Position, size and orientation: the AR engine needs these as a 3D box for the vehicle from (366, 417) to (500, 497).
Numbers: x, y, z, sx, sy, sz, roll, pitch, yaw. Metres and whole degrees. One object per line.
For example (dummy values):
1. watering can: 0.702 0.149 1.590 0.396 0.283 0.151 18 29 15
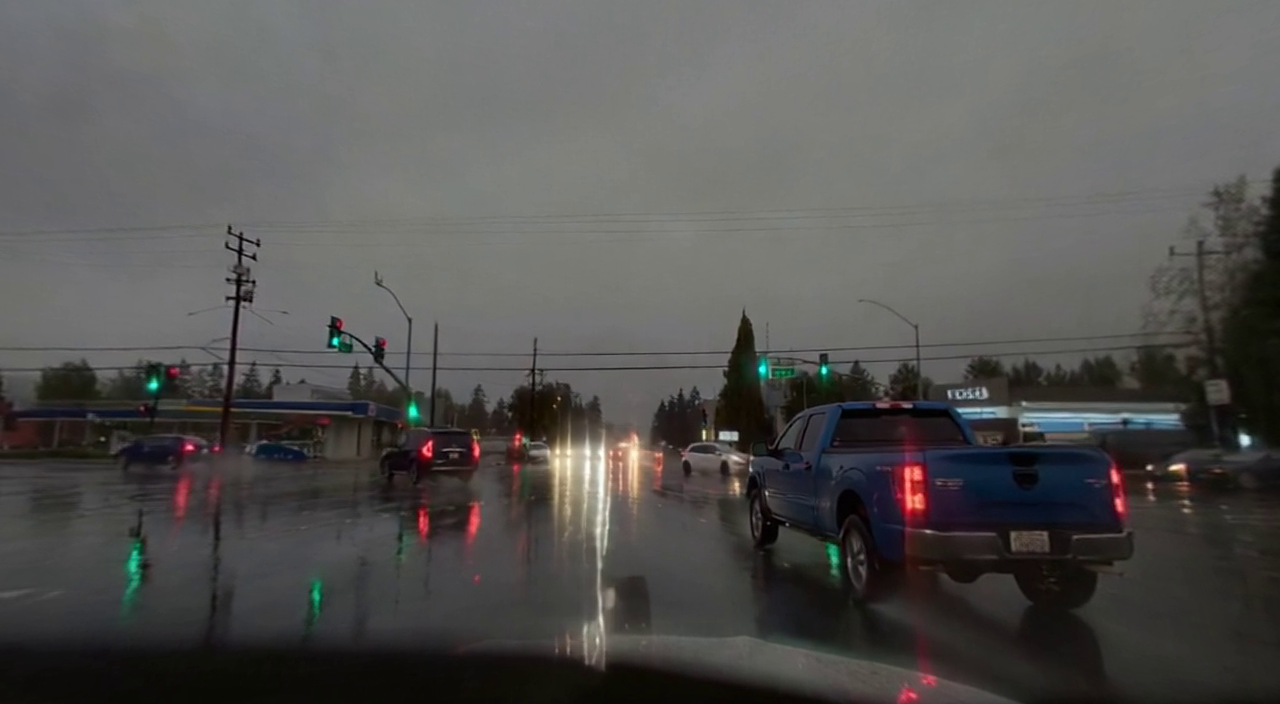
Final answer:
1. vehicle: -5.836 2.828 17.360 2.141 1.842 4.889 5 -10 -34

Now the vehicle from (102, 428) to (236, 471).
1. vehicle: -20.182 4.188 27.111 4.498 1.725 1.921 -2 -8 10

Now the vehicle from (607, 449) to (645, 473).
1. vehicle: -0.846 6.193 36.068 1.898 1.281 4.013 1 -8 -5

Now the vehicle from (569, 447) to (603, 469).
1. vehicle: -3.920 7.746 46.300 1.856 1.448 4.455 -1 -8 3

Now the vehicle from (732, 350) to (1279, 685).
1. vehicle: 2.493 1.268 6.142 2.036 1.818 5.192 1 -8 -4

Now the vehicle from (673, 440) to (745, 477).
1. vehicle: 3.355 5.305 31.763 1.977 1.726 4.721 2 -9 -15

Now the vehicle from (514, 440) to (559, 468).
1. vehicle: -7.347 7.294 45.331 2.303 1.895 5.301 0 -8 1
